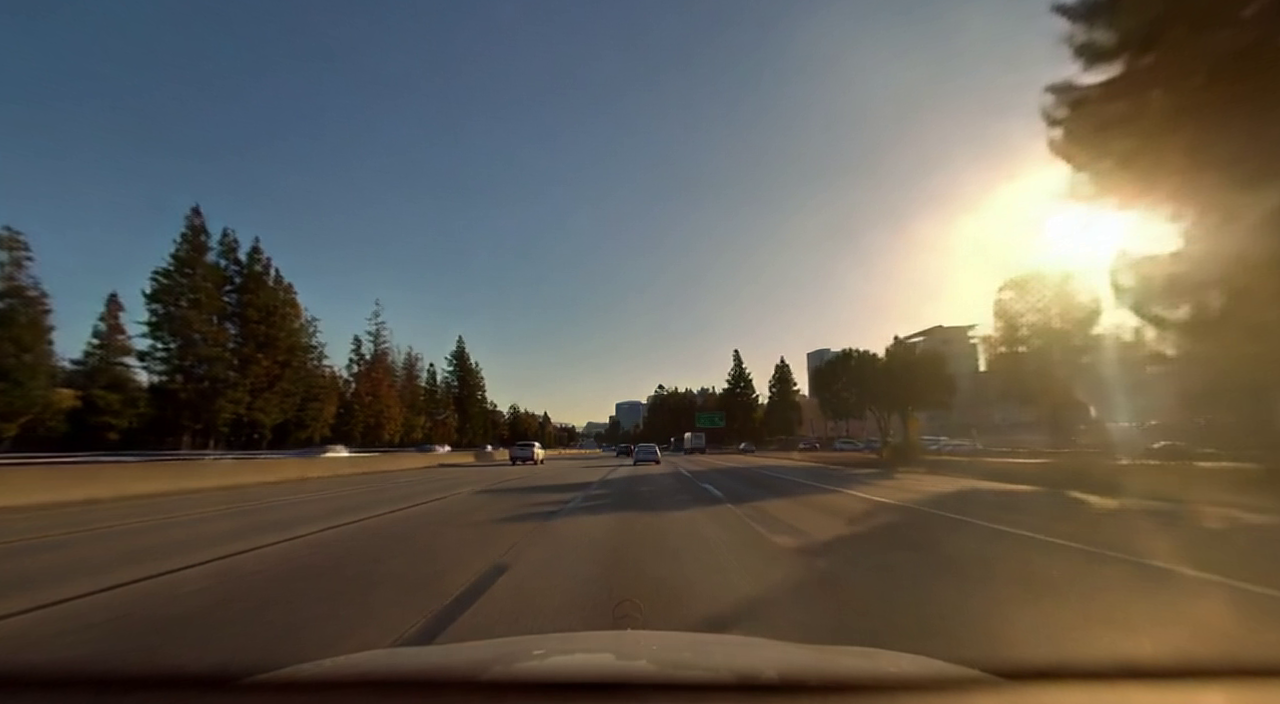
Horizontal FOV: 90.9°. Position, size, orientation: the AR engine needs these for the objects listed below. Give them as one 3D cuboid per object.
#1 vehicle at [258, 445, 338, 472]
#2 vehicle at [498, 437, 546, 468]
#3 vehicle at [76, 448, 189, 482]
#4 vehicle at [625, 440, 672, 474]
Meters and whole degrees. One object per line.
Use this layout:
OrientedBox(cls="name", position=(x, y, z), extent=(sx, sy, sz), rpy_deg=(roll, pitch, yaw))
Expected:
OrientedBox(cls="vehicle", position=(-20.583, 6.385, 38.258), extent=(1.972, 1.513, 4.973), rpy_deg=(0, -8, 1))
OrientedBox(cls="vehicle", position=(-7.314, 6.267, 39.592), extent=(2.093, 1.789, 4.399), rpy_deg=(0, -8, 1))
OrientedBox(cls="vehicle", position=(-25.230, 5.600, 31.593), extent=(1.868, 1.503, 4.480), rpy_deg=(0, -8, 1))
OrientedBox(cls="vehicle", position=(0.373, 5.019, 30.338), extent=(2.112, 1.482, 4.082), rpy_deg=(0, -8, 0))
